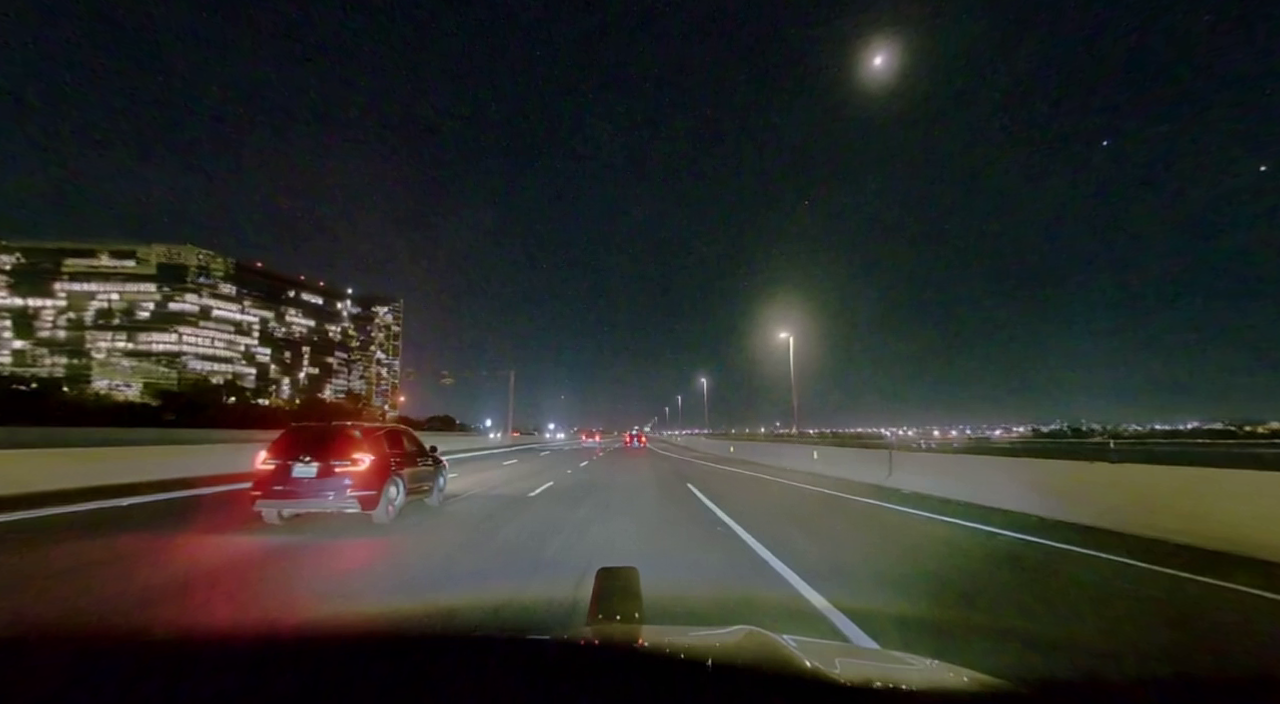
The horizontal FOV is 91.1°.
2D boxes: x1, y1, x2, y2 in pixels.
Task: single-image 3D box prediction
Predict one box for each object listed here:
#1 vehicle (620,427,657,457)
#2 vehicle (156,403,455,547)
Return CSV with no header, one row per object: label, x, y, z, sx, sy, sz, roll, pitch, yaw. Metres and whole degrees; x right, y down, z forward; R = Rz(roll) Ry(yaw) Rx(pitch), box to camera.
vehicle,-0.117,5.300,37.093,2.036,1.637,4.009,0,-8,-1
vehicle,-4.462,1.694,9.427,2.036,1.612,4.510,0,-8,-1
